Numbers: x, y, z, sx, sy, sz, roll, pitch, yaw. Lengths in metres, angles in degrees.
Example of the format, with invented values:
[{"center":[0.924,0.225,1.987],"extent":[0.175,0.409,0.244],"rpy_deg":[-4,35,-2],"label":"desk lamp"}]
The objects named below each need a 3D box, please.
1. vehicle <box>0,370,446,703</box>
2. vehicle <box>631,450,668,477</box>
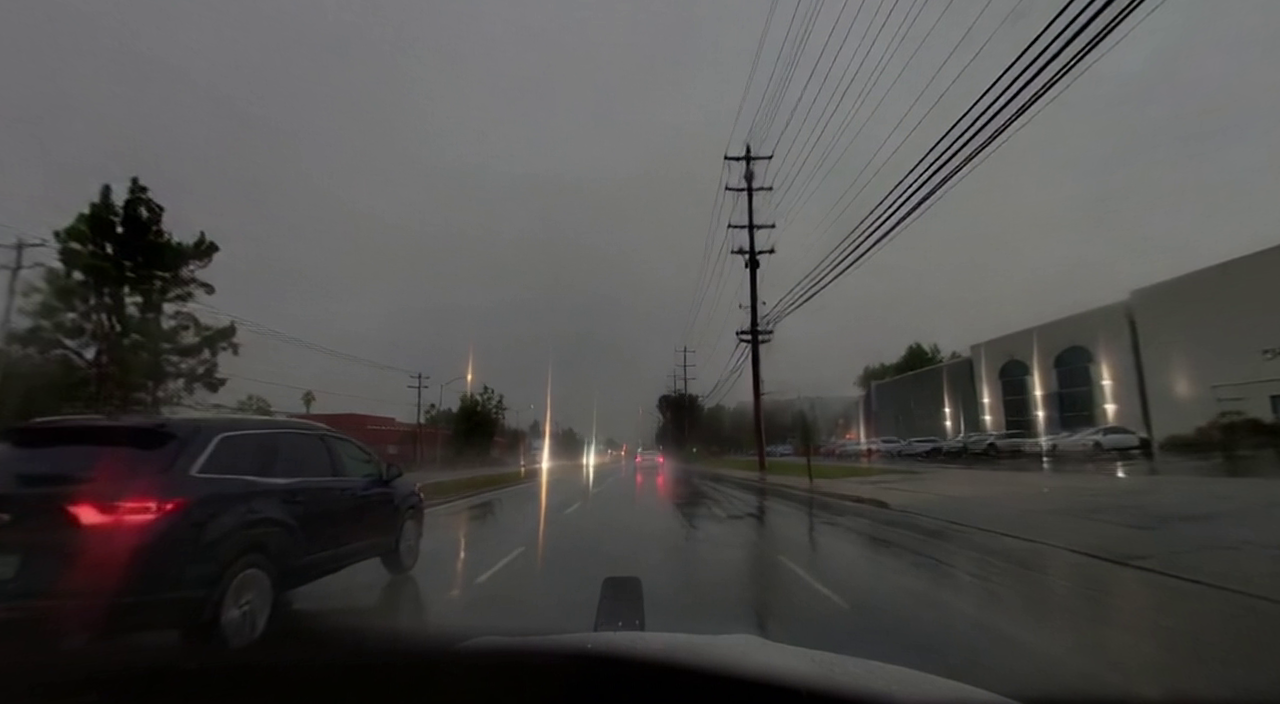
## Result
[{"center":[-3.404,1.274,5.041],"extent":[2.169,1.679,4.723],"rpy_deg":[0,-9,0],"label":"vehicle"},{"center":[0.509,6.741,38.291],"extent":[2.114,1.492,4.453],"rpy_deg":[0,-9,-1],"label":"vehicle"}]
